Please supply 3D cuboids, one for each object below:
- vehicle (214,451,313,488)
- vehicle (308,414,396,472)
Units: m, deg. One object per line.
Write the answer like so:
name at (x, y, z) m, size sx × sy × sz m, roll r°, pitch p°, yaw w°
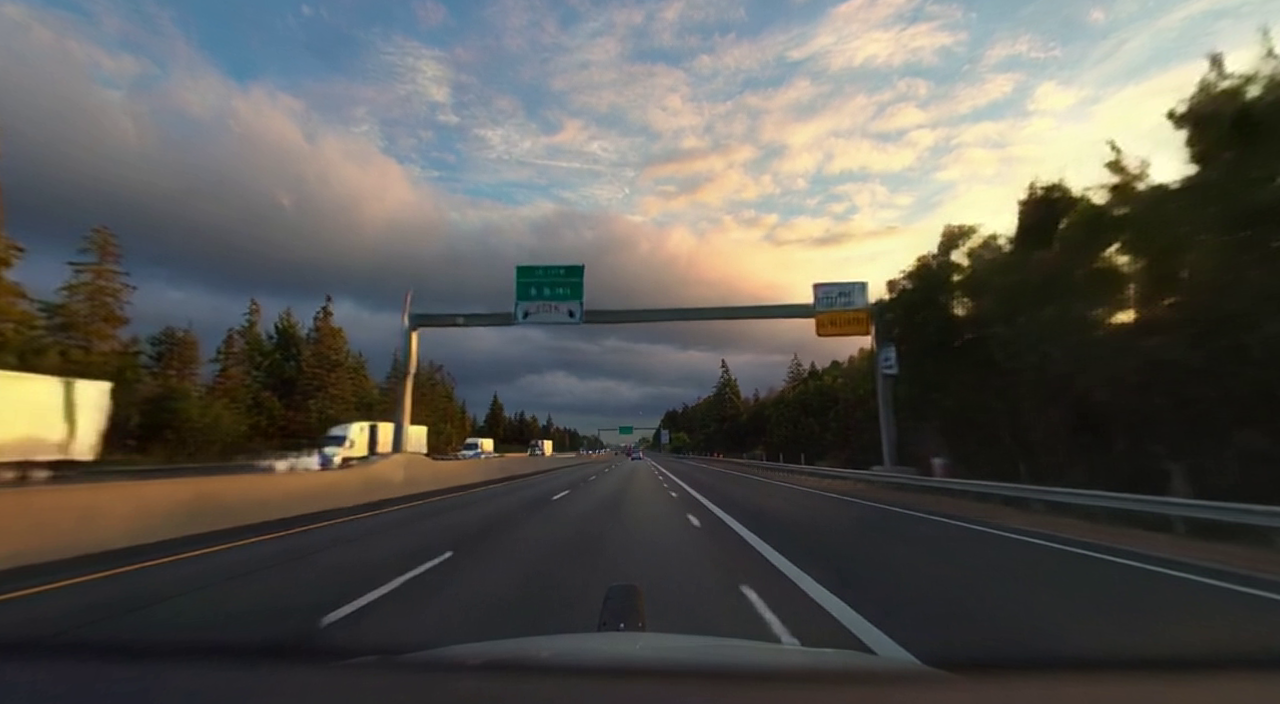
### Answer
vehicle at (-16.145, 5.035, 27.289) m, size 1.763 × 1.426 × 4.199 m, roll 0°, pitch -9°, yaw -2°
vehicle at (-21.084, 6.772, 46.809) m, size 2.969 × 3.921 × 7.766 m, roll 0°, pitch -9°, yaw -2°
